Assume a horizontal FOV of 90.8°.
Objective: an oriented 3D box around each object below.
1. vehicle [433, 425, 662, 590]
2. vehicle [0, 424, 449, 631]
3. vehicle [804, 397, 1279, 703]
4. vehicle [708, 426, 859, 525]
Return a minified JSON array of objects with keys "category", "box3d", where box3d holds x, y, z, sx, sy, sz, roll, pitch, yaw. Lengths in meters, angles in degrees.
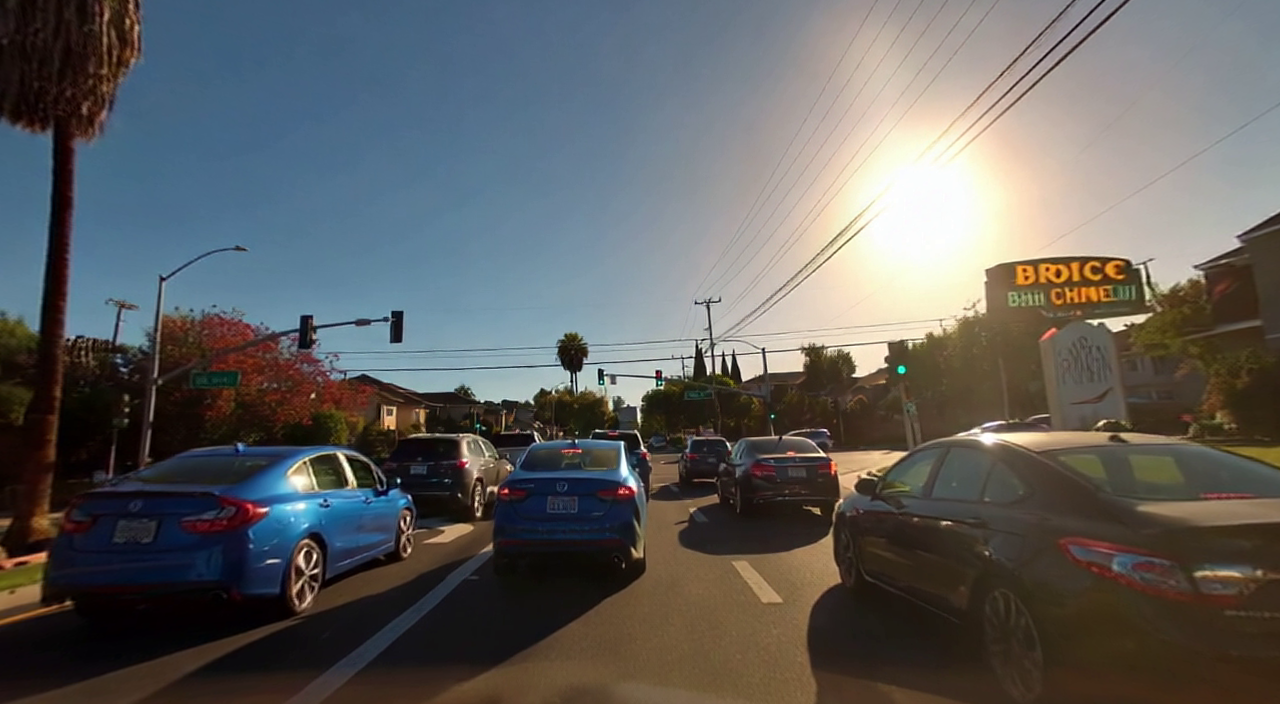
[{"category":"vehicle","box3d":[-0.923,1.719,7.821,2.104,1.500,3.815,0,-8,-2]},{"category":"vehicle","box3d":[-3.698,1.605,6.905,2.058,1.474,4.473,0,-8,-3]},{"category":"vehicle","box3d":[2.768,1.211,4.381,2.014,1.464,4.312,0,-8,-1]},{"category":"vehicle","box3d":[2.603,2.360,12.596,1.956,1.615,4.205,0,-9,-1]}]
